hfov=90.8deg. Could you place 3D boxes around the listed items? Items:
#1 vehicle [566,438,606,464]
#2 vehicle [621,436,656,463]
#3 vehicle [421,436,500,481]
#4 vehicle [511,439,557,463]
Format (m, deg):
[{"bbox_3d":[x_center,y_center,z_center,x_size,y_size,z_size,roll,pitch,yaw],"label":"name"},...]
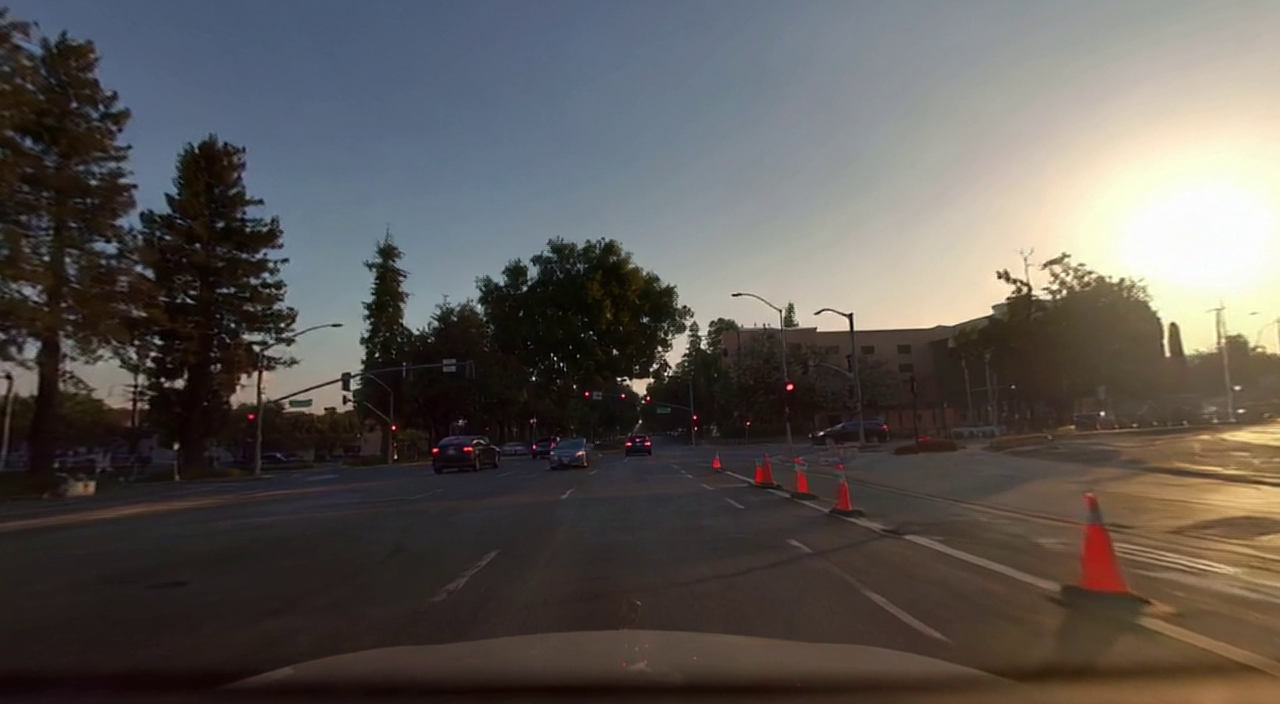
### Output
[{"bbox_3d":[-3.173,5.944,37.943,1.946,1.437,4.154,0,-8,1],"label":"vehicle"},{"bbox_3d":[-0.058,5.871,38.265,1.985,1.521,3.968,0,-8,1],"label":"vehicle"},{"bbox_3d":[-6.929,4.135,24.809,1.869,1.570,4.064,0,-8,0],"label":"vehicle"},{"bbox_3d":[-6.736,6.361,40.573,2.074,1.447,4.224,0,-8,1],"label":"vehicle"}]
